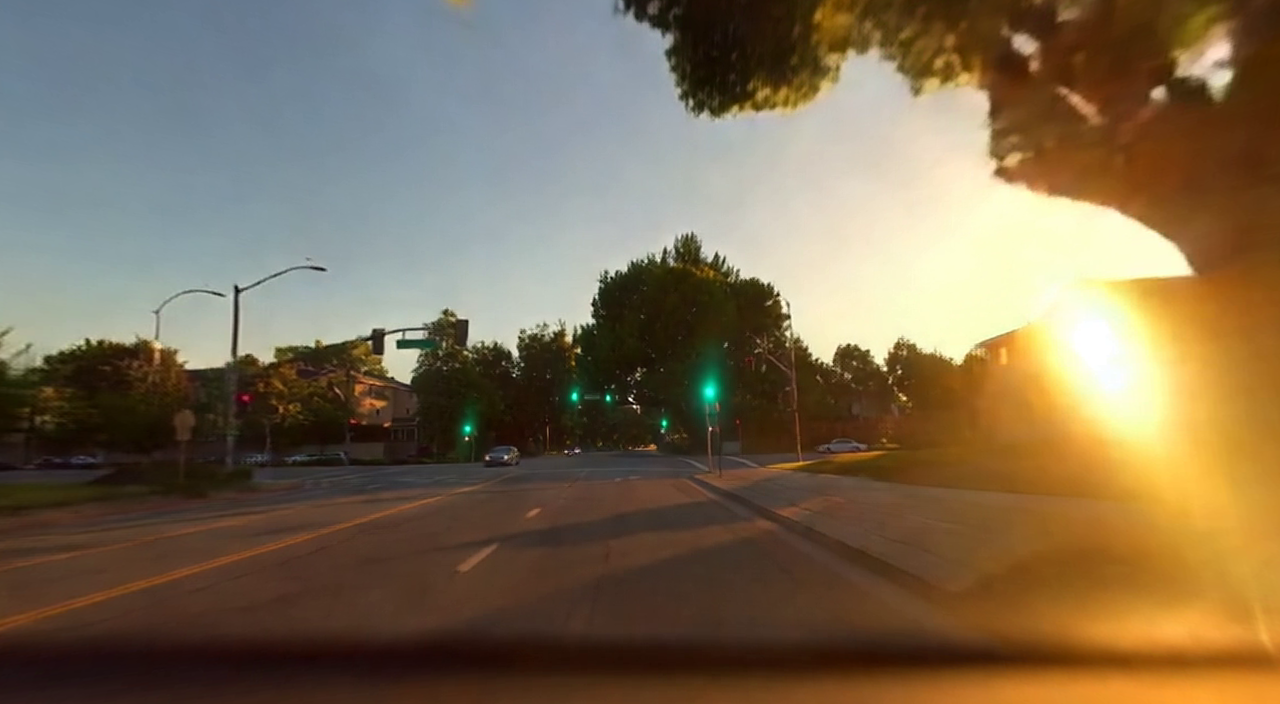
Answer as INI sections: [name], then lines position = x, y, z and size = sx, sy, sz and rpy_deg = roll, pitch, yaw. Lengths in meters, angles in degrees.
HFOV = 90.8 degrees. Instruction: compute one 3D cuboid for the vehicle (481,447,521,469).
[vehicle]
position = -10.693, 8.159, 48.871
size = 2.035, 1.461, 4.465
rpy_deg = -4, -9, 0
